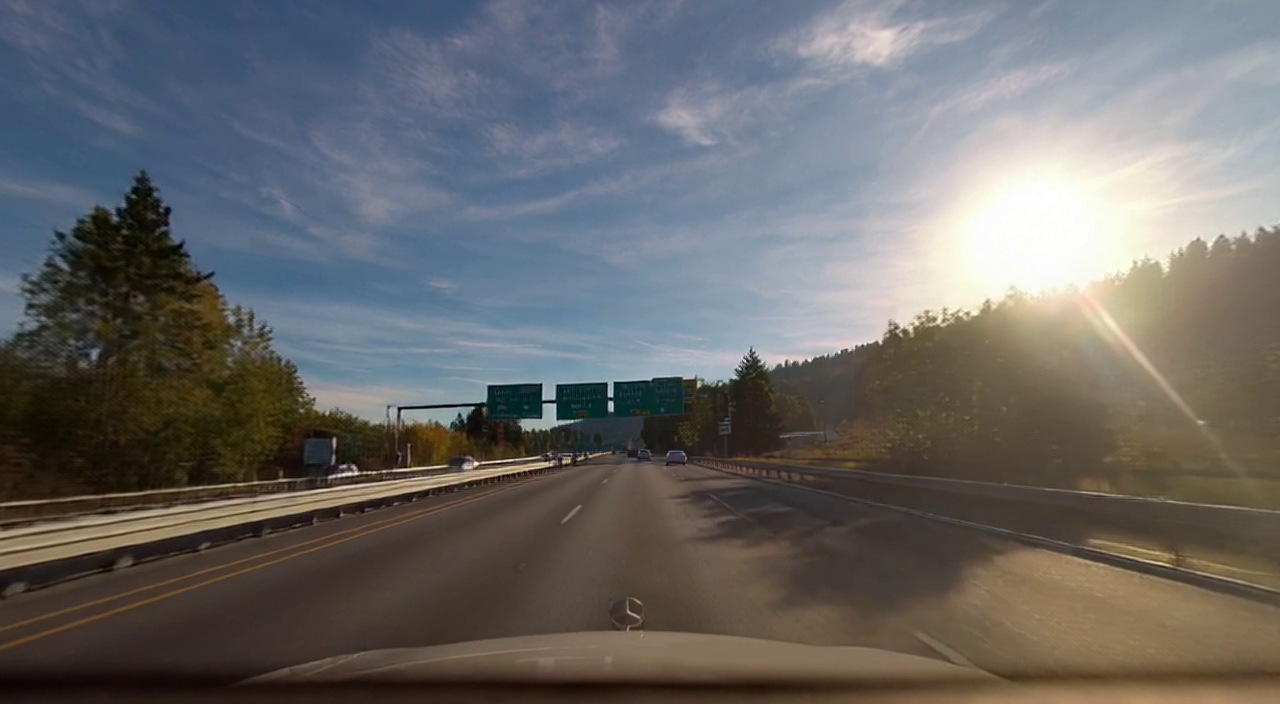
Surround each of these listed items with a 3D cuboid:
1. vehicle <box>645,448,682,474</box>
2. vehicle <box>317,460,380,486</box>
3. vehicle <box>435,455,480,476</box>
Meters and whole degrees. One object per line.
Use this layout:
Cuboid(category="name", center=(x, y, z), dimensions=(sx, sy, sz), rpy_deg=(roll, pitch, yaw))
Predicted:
Cuboid(category="vehicle", center=(1.333, 6.401, 37.087), dimensions=(2.036, 1.457, 3.471), rpy_deg=(0, -9, -1))
Cuboid(category="vehicle", center=(-18.519, 7.672, 40.309), dimensions=(1.965, 1.483, 4.594), rpy_deg=(0, -9, -2))
Cuboid(category="vehicle", center=(-13.625, 8.494, 47.285), dimensions=(2.100, 1.447, 4.656), rpy_deg=(0, -9, -2))
